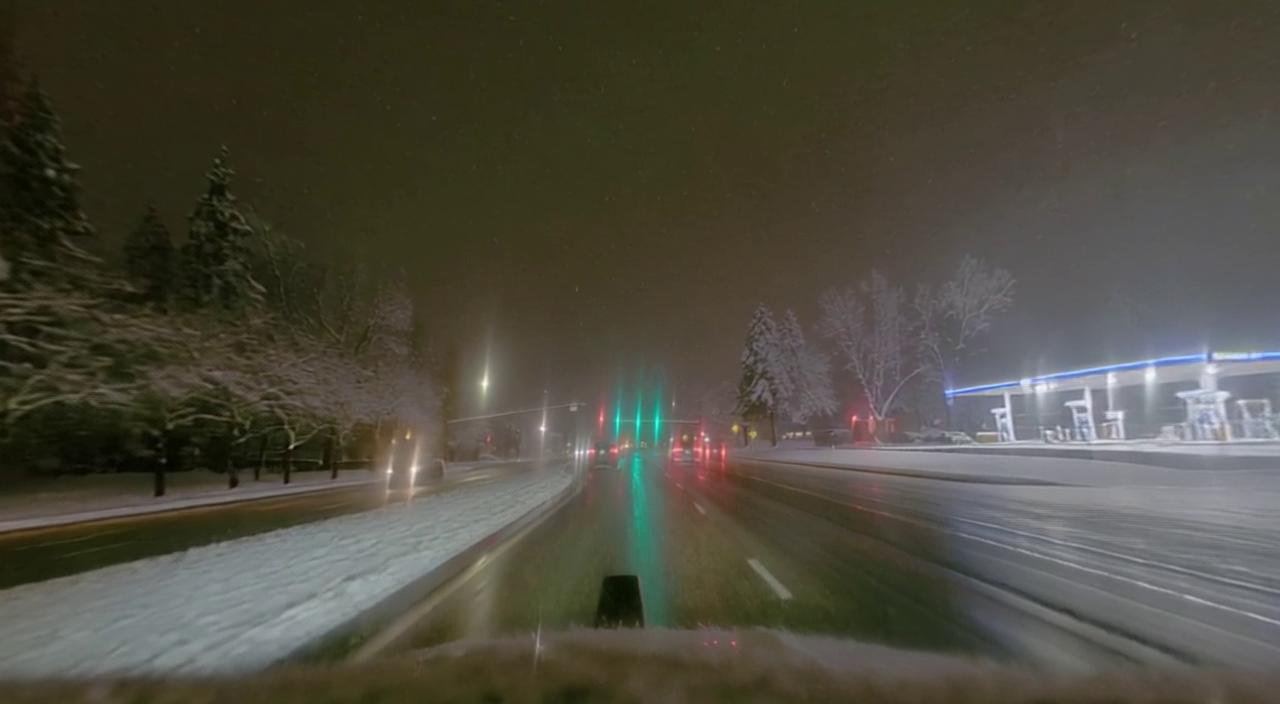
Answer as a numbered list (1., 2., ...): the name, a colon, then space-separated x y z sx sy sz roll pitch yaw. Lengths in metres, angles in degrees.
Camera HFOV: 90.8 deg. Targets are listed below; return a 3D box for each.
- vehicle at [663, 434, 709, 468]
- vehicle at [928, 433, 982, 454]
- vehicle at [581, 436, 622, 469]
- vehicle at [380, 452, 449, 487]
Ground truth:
1. vehicle: 2.546 5.685 36.239 2.140 1.800 4.660 0 -8 -2
2. vehicle: 24.140 7.045 48.528 1.805 1.460 4.326 0 -9 -2
3. vehicle: -2.379 6.057 38.235 2.261 1.820 4.255 1 -9 -6
4. vehicle: -11.917 6.224 33.694 1.934 1.674 4.445 0 -8 1
